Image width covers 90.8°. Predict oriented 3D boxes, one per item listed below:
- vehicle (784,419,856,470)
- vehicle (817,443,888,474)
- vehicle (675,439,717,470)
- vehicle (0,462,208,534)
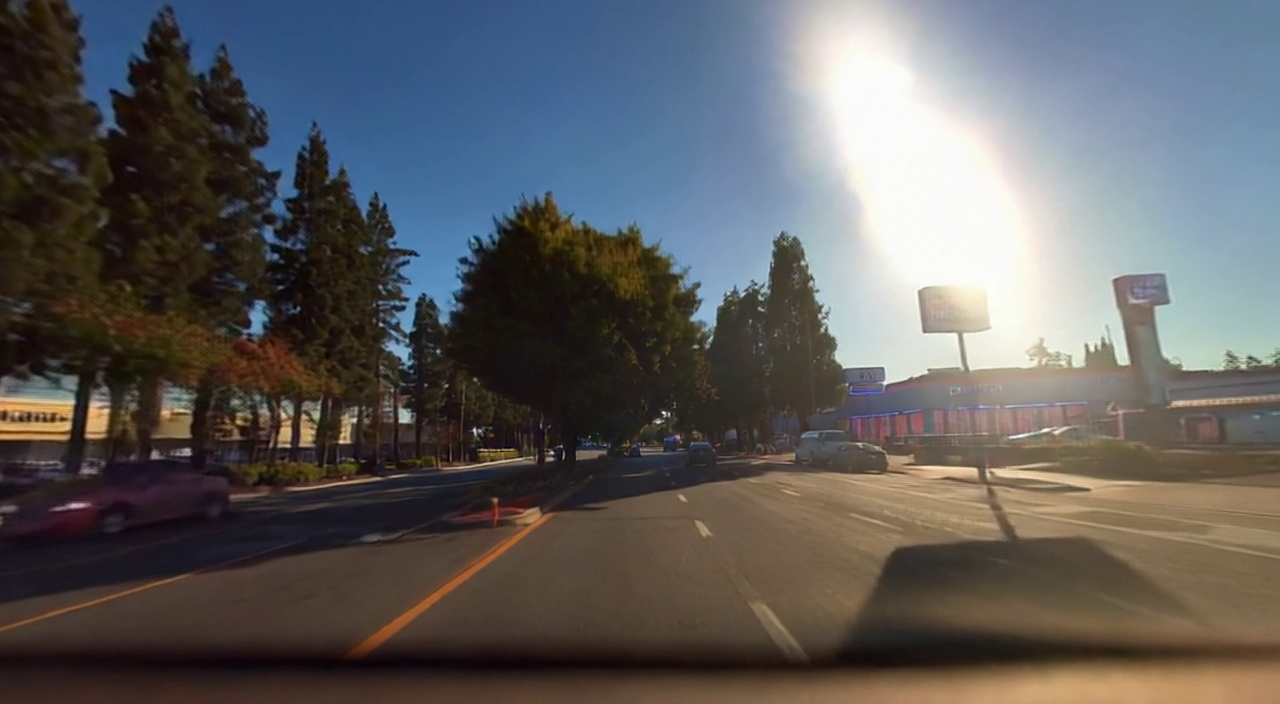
[{"bbox_3d":[10.552,5.497,37.553,2.507,2.745,5.779,0,-9,0],"label":"vehicle"},{"bbox_3d":[10.550,5.328,31.773,1.857,1.411,4.859,0,-9,0],"label":"vehicle"},{"bbox_3d":[3.178,5.903,36.551,1.957,1.643,4.226,0,-9,-1],"label":"vehicle"},{"bbox_3d":[-13.582,3.628,16.256,1.875,1.493,4.355,0,-9,-1],"label":"vehicle"}]
